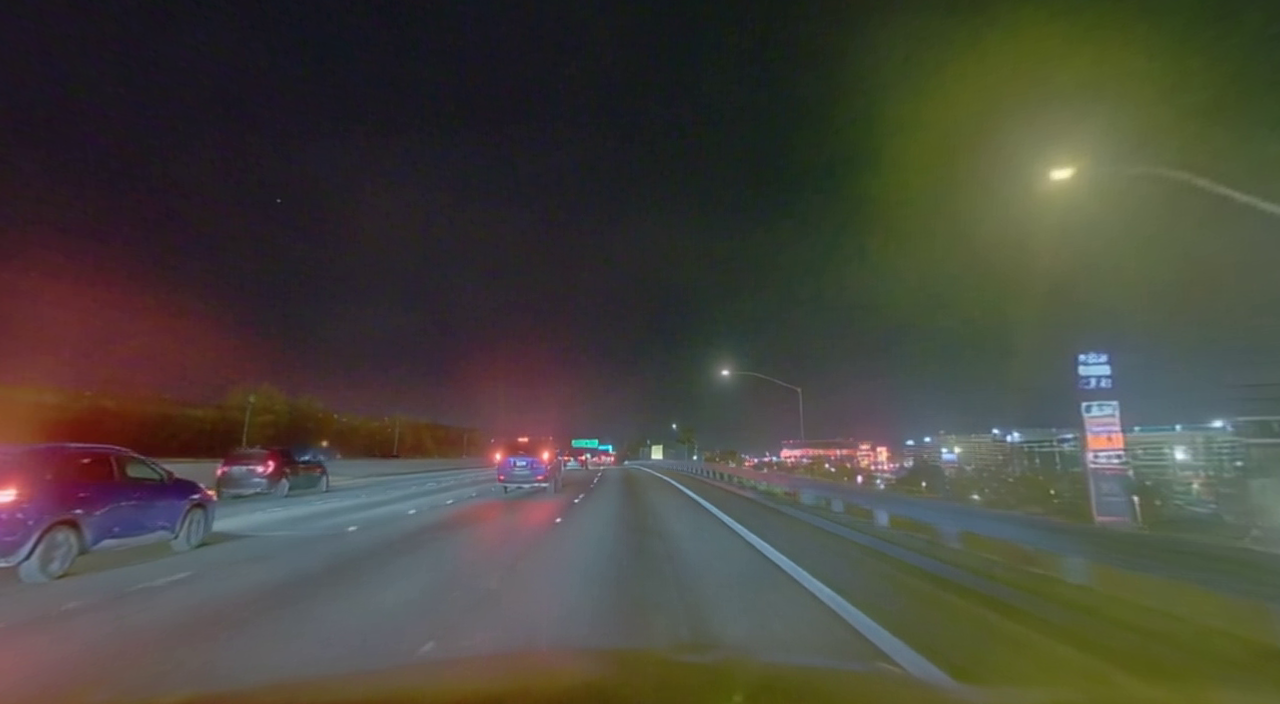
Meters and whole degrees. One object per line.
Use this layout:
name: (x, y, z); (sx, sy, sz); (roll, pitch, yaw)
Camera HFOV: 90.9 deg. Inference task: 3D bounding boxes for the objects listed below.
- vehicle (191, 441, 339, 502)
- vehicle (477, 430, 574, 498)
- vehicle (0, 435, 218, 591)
vehicle: (-11.424, 3.631, 19.655); (1.919, 1.665, 4.394); (0, -8, -1)
vehicle: (-3.678, 3.689, 21.363); (2.301, 1.985, 5.247); (0, -8, 0)
vehicle: (-7.144, 1.778, 7.573); (1.796, 1.509, 3.393); (0, -8, -1)
